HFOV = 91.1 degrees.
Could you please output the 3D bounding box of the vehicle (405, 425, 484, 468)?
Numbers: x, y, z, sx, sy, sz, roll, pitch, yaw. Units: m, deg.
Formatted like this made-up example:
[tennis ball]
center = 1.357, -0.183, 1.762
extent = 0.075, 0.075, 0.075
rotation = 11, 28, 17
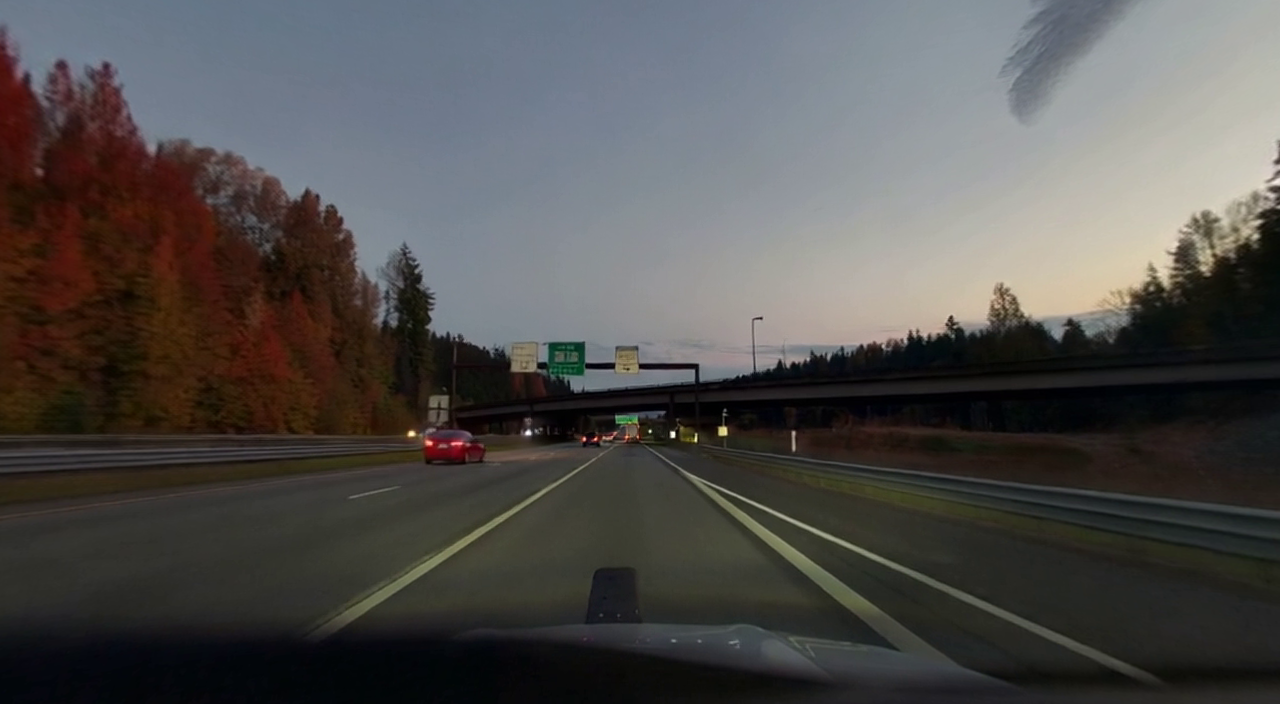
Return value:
[vehicle]
center = -8.321, 4.054, 27.261
extent = 1.987, 1.677, 4.580
rotation = 0, -8, 0
